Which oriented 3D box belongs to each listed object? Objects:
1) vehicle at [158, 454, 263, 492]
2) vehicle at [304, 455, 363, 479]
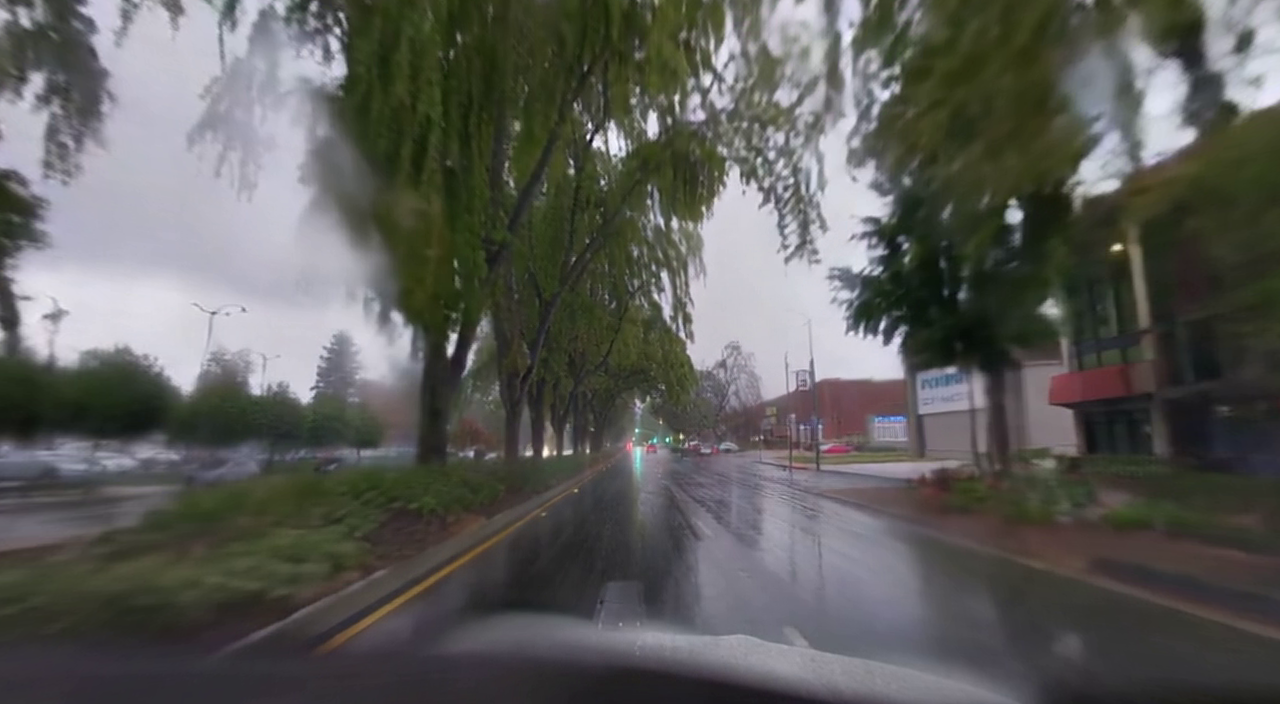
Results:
[{"bbox_3d":[-21.977,6.173,32.571,1.922,1.738,4.556,-1,-9,5],"label":"vehicle"},{"bbox_3d":[-21.414,8.049,44.398,1.847,1.454,4.413,-1,-9,1],"label":"vehicle"}]
